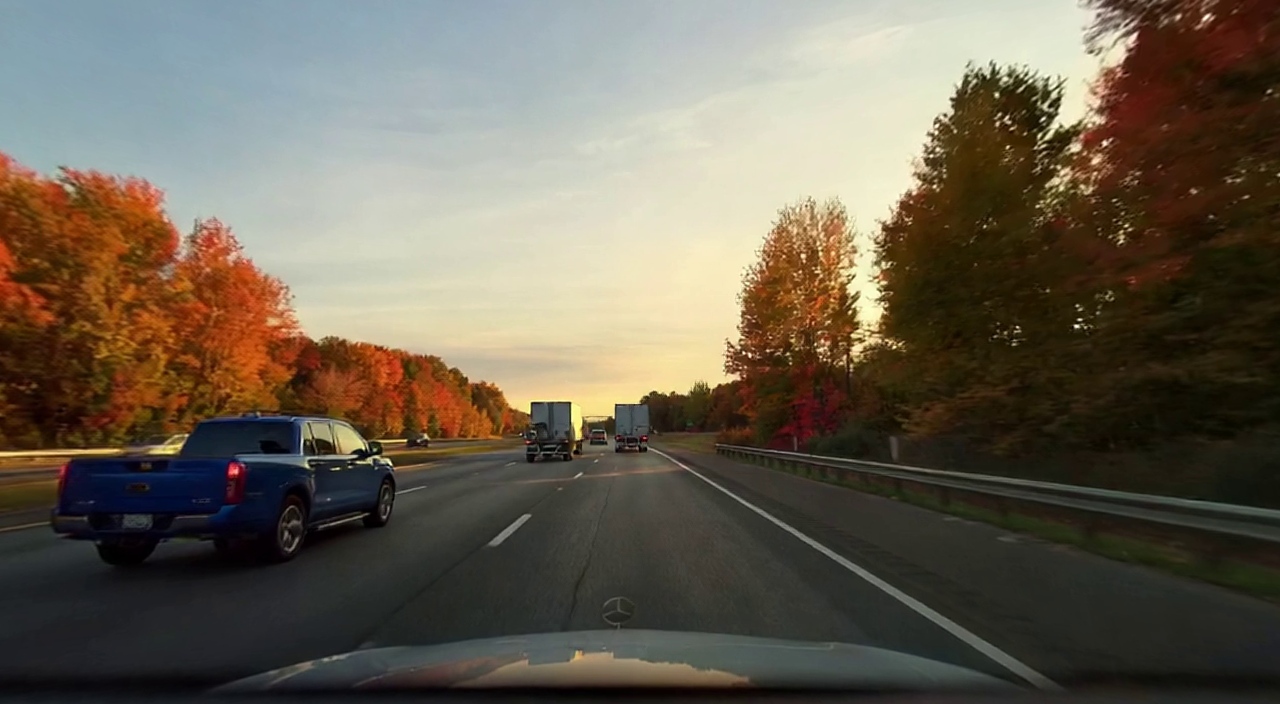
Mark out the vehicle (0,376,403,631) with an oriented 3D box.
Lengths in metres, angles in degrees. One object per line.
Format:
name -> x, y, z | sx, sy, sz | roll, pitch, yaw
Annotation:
vehicle -> -4.354, 1.290, 6.434 | 2.089, 1.669, 4.515 | 0, -8, 0

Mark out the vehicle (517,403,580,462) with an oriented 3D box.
vehicle -> -4.548, 4.157, 32.347 | 2.383, 2.726, 5.677 | 0, -8, 0
